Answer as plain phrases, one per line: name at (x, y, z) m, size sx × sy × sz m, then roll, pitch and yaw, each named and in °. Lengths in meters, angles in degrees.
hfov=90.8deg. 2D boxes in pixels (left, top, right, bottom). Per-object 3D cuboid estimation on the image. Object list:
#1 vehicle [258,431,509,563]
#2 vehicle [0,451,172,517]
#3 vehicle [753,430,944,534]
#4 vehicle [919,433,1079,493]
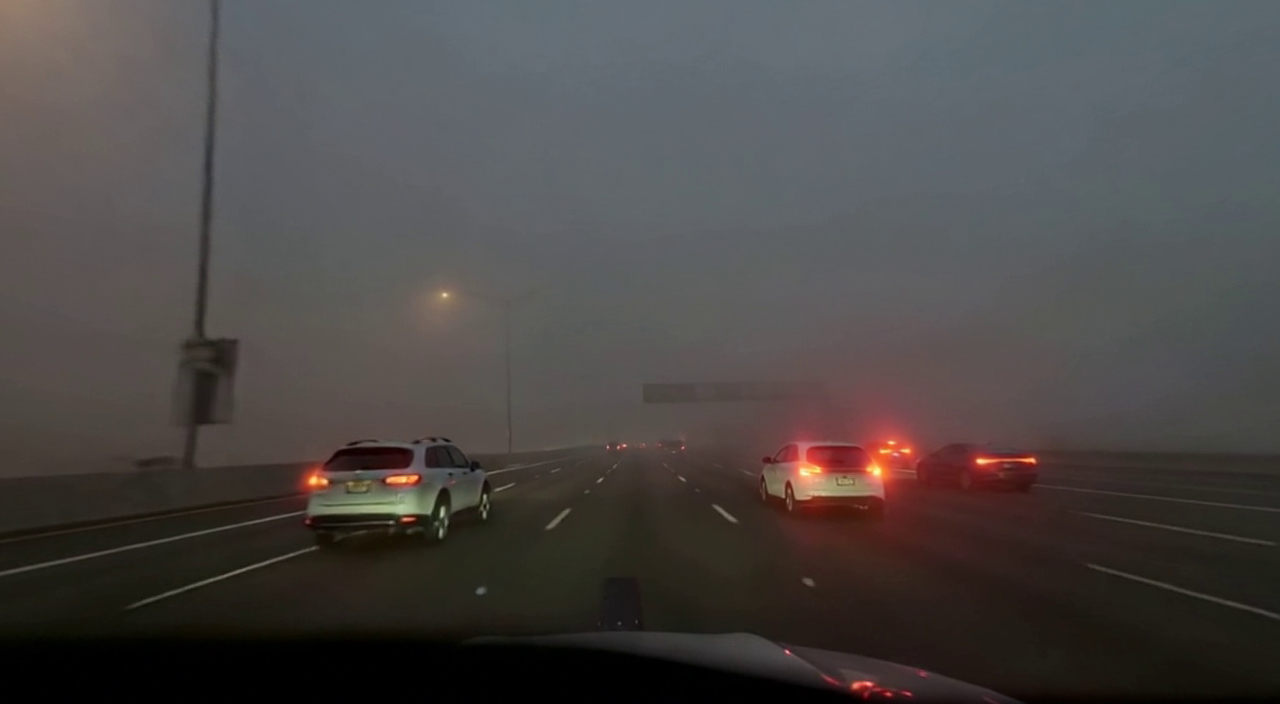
vehicle at (-3.471, 2.026, 9.618) m, size 1.975 × 1.536 × 4.295 m, roll 0°, pitch -8°, yaw 1°
vehicle at (-18.434, 4.139, 20.505) m, size 2.303 × 1.776 × 5.407 m, roll 0°, pitch -8°, yaw 0°
vehicle at (3.438, 2.208, 11.356) m, size 1.961 × 1.504 × 4.094 m, roll 0°, pitch -8°, yaw -1°
vehicle at (10.233, 3.186, 18.485) m, size 2.019 × 1.529 × 4.385 m, roll 0°, pitch -8°, yaw -1°
